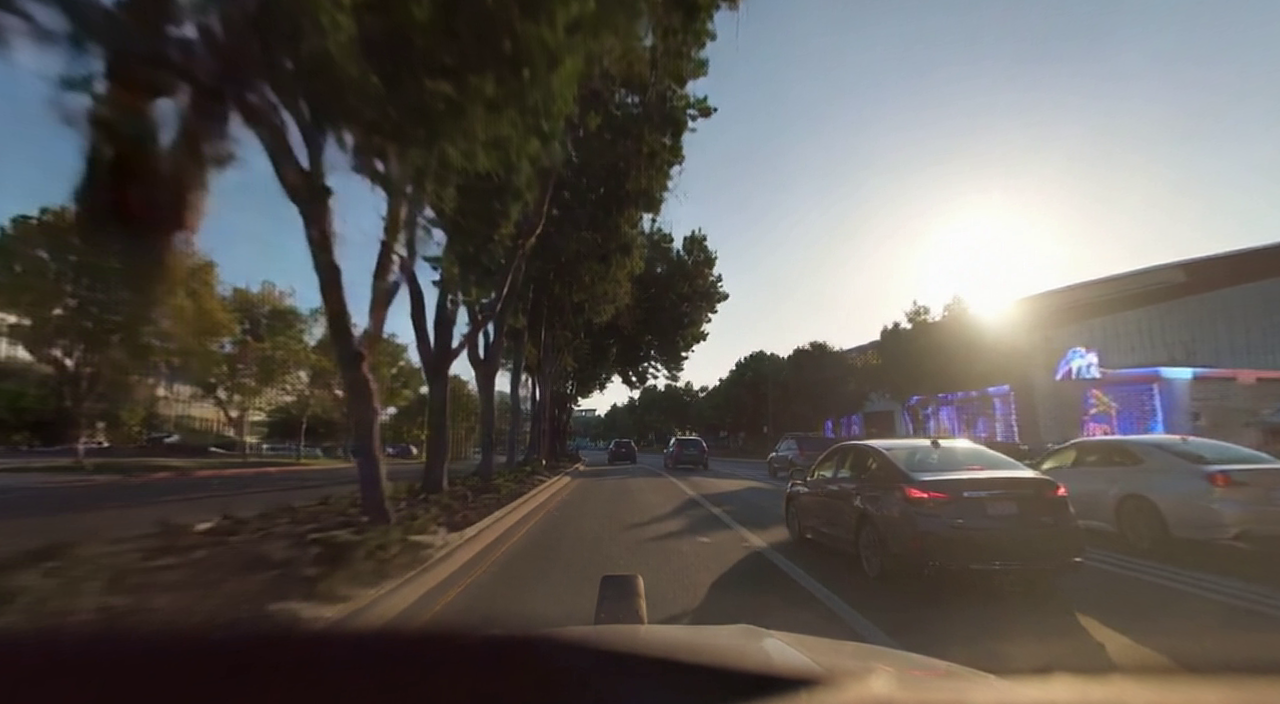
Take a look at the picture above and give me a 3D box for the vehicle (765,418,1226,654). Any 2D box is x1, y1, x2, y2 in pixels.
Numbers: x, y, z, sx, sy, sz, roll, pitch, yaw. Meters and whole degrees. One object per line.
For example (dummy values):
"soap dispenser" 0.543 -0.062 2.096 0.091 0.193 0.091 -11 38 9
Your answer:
"vehicle" 2.659 1.462 6.121 1.883 1.452 4.258 0 -8 -2

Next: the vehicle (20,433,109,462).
"vehicle" -31.004 5.171 34.066 1.744 1.433 3.823 2 -9 -11

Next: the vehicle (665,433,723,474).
"vehicle" 2.410 4.690 29.223 2.000 1.745 4.206 1 -8 -4

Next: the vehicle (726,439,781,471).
"vehicle" 6.137 5.638 34.635 1.954 1.606 4.423 1 -8 -4

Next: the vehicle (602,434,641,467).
"vehicle" -1.170 5.776 36.889 2.051 1.798 4.168 1 -8 -5
